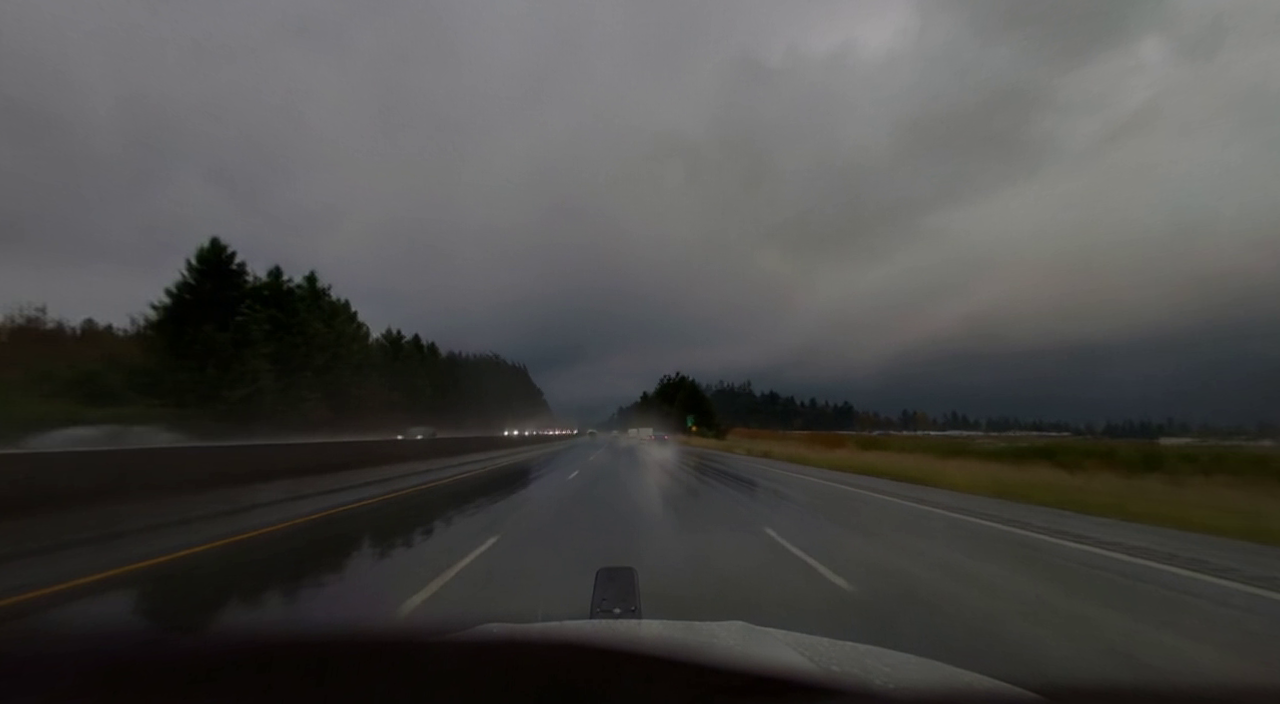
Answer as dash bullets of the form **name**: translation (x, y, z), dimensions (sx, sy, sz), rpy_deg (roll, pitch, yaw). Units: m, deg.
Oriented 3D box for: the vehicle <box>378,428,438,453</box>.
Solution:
- **vehicle**: translation (-13.952, 5.370, 38.144), dimensions (1.924, 1.424, 4.695), rpy_deg (0, -8, -1)
